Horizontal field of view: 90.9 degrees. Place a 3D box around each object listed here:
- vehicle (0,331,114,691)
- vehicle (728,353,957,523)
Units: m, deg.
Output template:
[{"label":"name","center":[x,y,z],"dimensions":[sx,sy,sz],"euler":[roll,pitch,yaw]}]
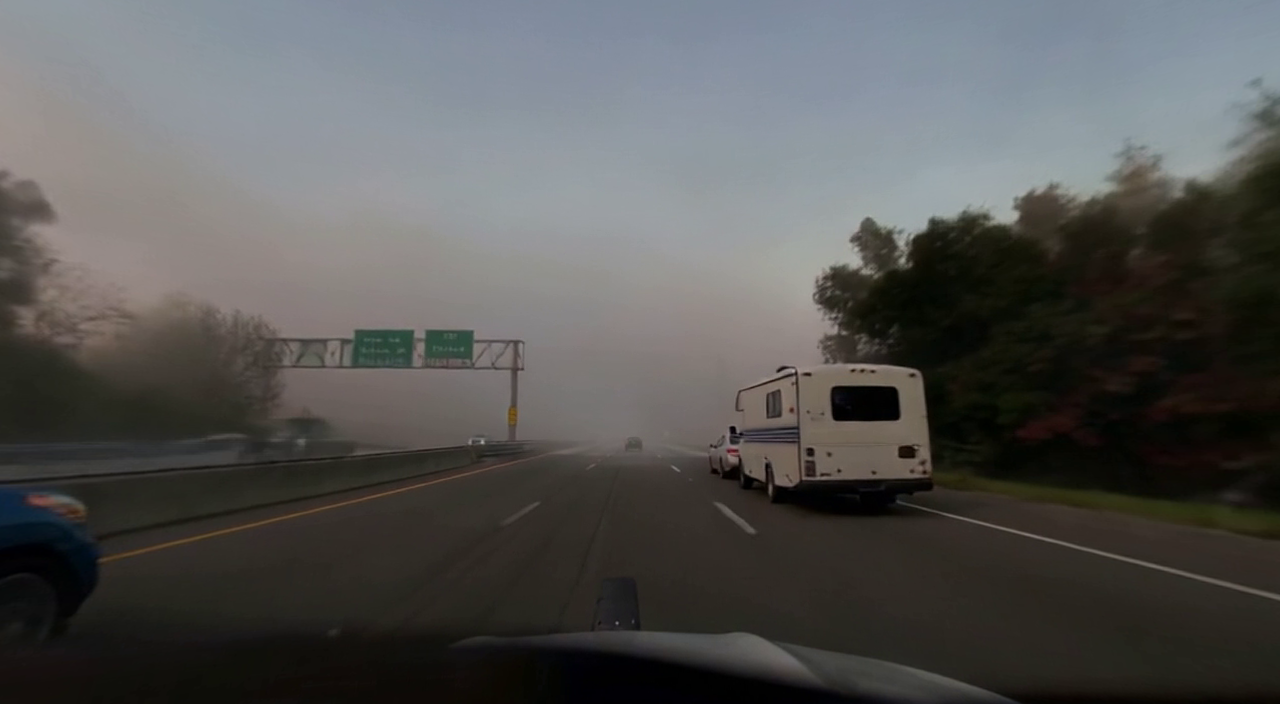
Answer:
[{"label":"vehicle","center":[-4.093,0.551,1.390],"dimensions":[2.061,1.732,4.457],"euler":[0,-8,-2]},{"label":"vehicle","center":[3.585,1.703,12.737],"dimensions":[2.590,2.680,5.445],"euler":[0,-8,-2]}]
